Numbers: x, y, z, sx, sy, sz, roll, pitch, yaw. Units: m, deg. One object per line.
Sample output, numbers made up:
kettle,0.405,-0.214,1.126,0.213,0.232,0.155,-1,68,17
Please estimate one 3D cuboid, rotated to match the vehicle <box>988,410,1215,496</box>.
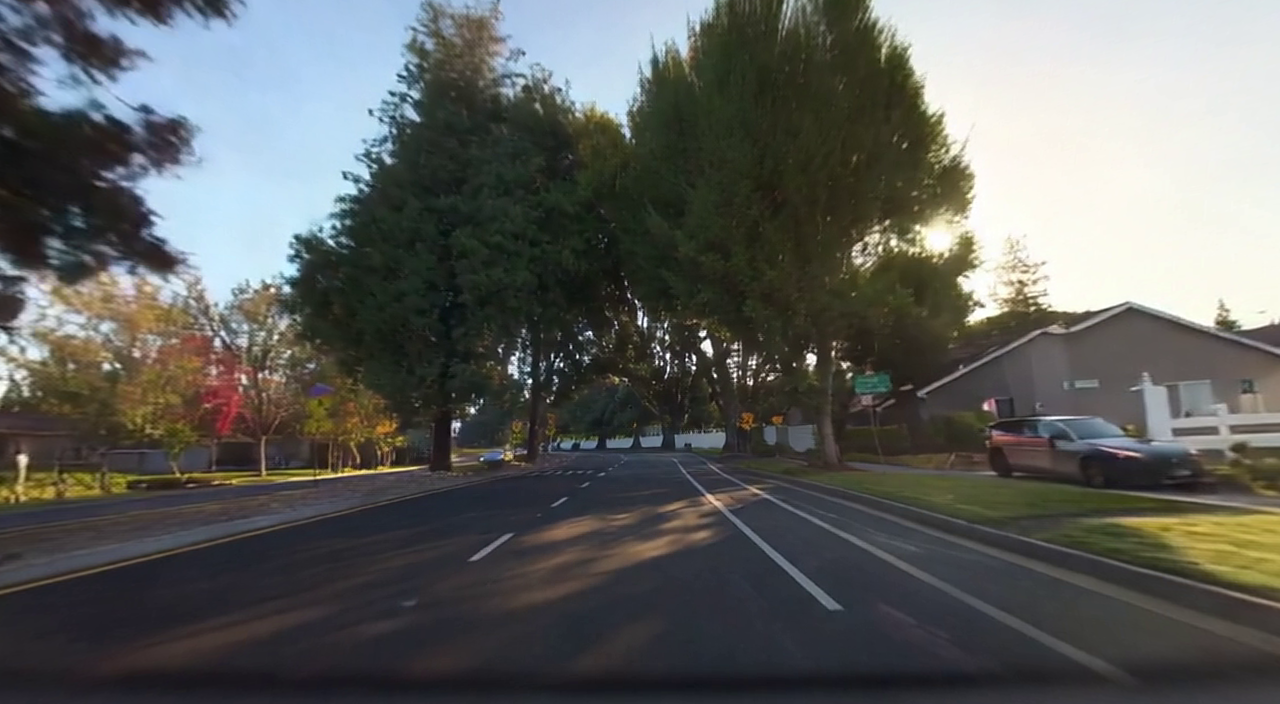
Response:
vehicle,10.467,2.345,14.864,1.938,1.695,4.296,0,-8,-2
